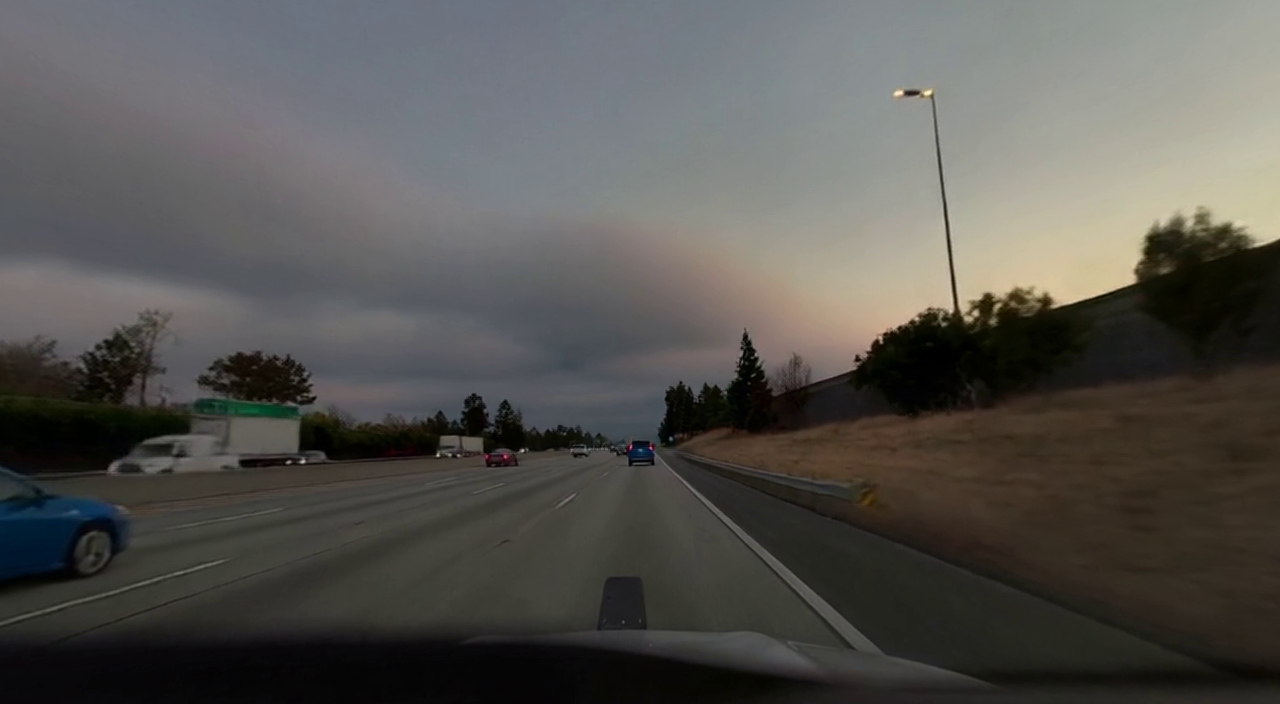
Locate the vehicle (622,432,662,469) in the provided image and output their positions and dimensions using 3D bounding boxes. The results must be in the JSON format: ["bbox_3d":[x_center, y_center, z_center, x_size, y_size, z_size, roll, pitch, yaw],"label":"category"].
[{"bbox_3d":[0.103,6.153,39.491,2.318,2.145,4.561,0,-8,0],"label":"vehicle"}]

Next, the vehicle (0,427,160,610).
[{"bbox_3d":[-6.633,1.383,5.024,2.116,1.570,4.377,0,-8,0],"label":"vehicle"}]

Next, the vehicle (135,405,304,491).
[{"bbox_3d":[-14.184,3.313,21.792,2.499,2.625,4.804,0,-9,-1],"label":"vehicle"}]

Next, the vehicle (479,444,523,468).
[{"bbox_3d":[-10.122,7.587,46.140,2.037,1.661,4.885,0,-8,1],"label":"vehicle"}]
